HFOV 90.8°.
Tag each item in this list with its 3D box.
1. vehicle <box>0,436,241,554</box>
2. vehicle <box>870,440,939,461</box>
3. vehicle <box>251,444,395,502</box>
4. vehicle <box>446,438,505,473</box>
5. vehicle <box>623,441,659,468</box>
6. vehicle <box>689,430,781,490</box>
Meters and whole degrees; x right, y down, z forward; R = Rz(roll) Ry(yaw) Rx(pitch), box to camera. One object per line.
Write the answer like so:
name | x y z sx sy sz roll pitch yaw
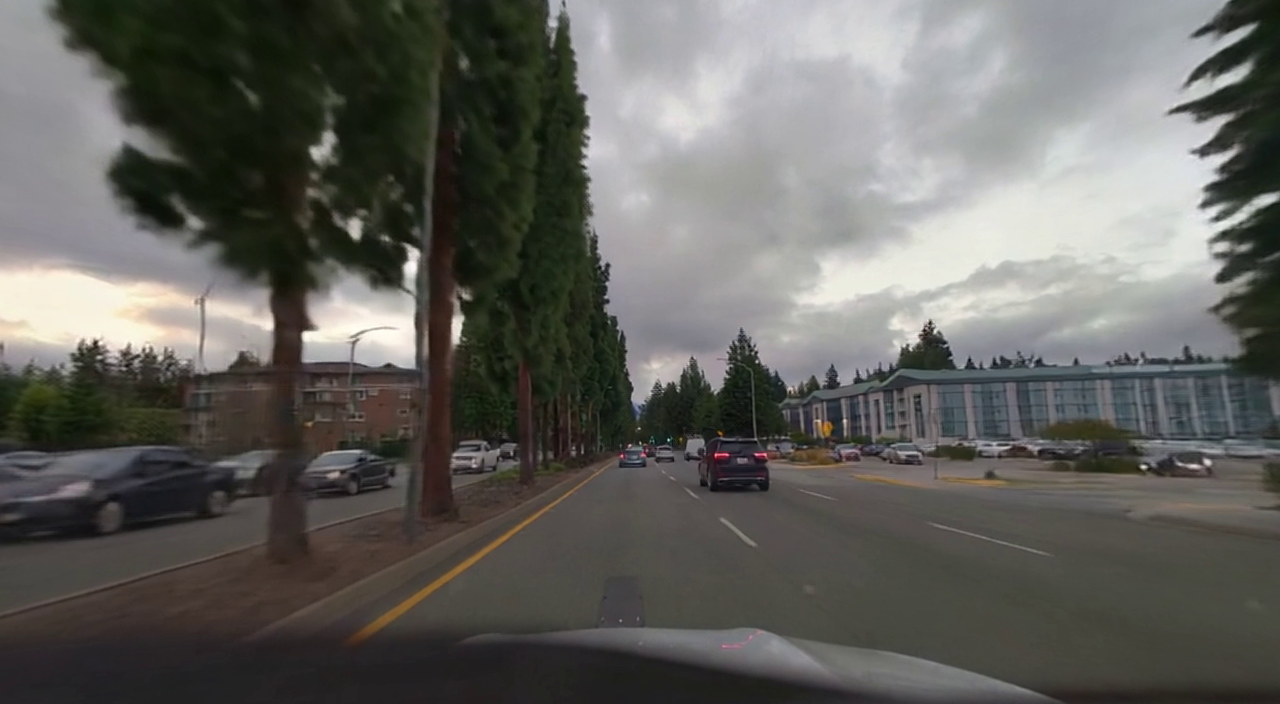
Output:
vehicle | -8.866 2.176 10.318 1.864 1.500 4.294 0 -9 0
vehicle | 20.574 7.684 49.216 4.475 1.592 1.841 0 -9 -1
vehicle | -9.051 3.465 18.539 1.938 1.464 4.340 0 -9 0
vehicle | -9.475 6.000 36.842 2.165 1.863 4.880 0 -9 0
vehicle | 0.022 6.539 40.433 2.145 1.572 4.021 0 -9 -1
vehicle | 3.068 3.665 21.668 2.235 1.806 4.818 0 -9 -2
